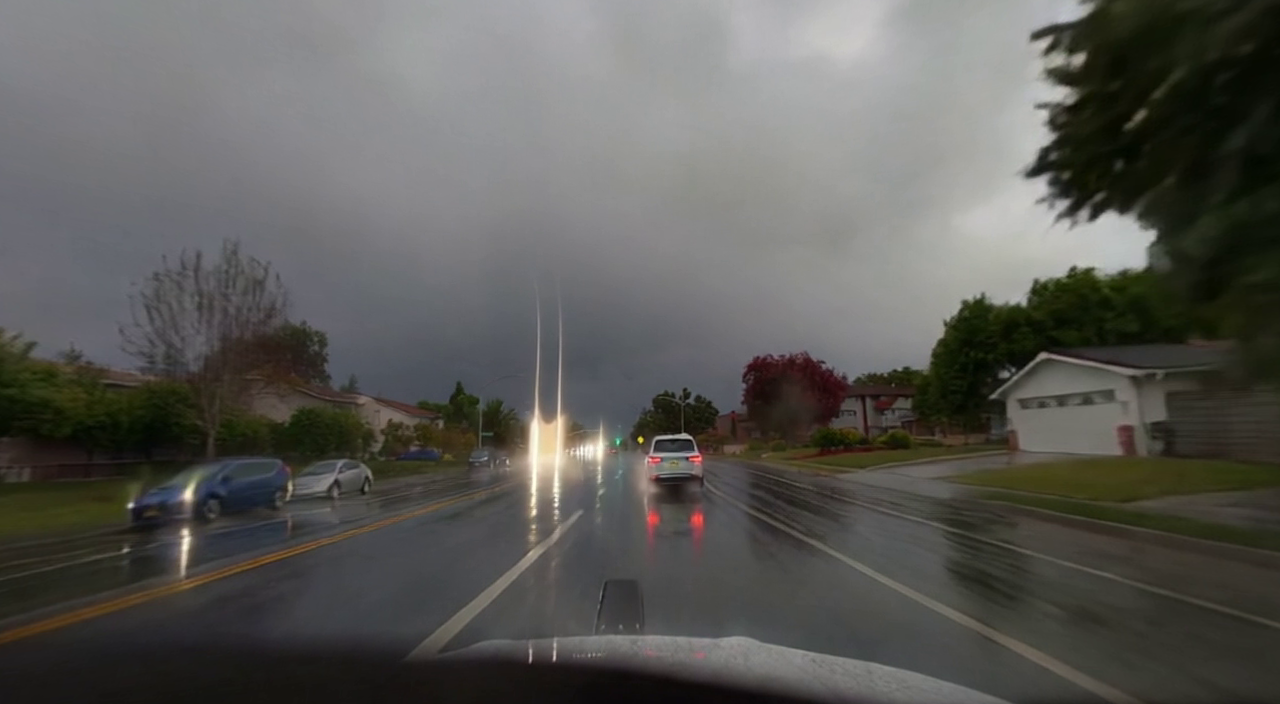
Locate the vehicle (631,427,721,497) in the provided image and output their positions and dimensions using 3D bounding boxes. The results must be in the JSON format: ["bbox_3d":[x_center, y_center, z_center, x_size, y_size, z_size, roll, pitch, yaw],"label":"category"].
[{"bbox_3d":[0.894,3.155,18.449,2.200,1.763,4.676,0,-9,-2],"label":"vehicle"}]

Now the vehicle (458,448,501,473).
[{"bbox_3d":[-11.925,8.070,47.247,2.188,1.813,4.478,0,-9,-2],"label":"vehicle"}]

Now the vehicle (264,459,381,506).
[{"bbox_3d":[-11.512,4.743,23.305,1.831,1.464,4.520,0,-9,2],"label":"vehicle"}]

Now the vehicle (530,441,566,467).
[{"bbox_3d":[-7.193,8.040,49.788,2.146,1.912,4.878,0,-9,-1],"label":"vehicle"}]

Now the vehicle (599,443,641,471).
[{"bbox_3d":[-1.166,5.793,35.072,2.196,1.449,4.006,0,-9,-4],"label":"vehicle"}]

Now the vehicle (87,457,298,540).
[{"bbox_3d":[-11.884,3.847,17.368,2.150,1.644,5.120,-6,-9,-1],"label":"vehicle"}]
